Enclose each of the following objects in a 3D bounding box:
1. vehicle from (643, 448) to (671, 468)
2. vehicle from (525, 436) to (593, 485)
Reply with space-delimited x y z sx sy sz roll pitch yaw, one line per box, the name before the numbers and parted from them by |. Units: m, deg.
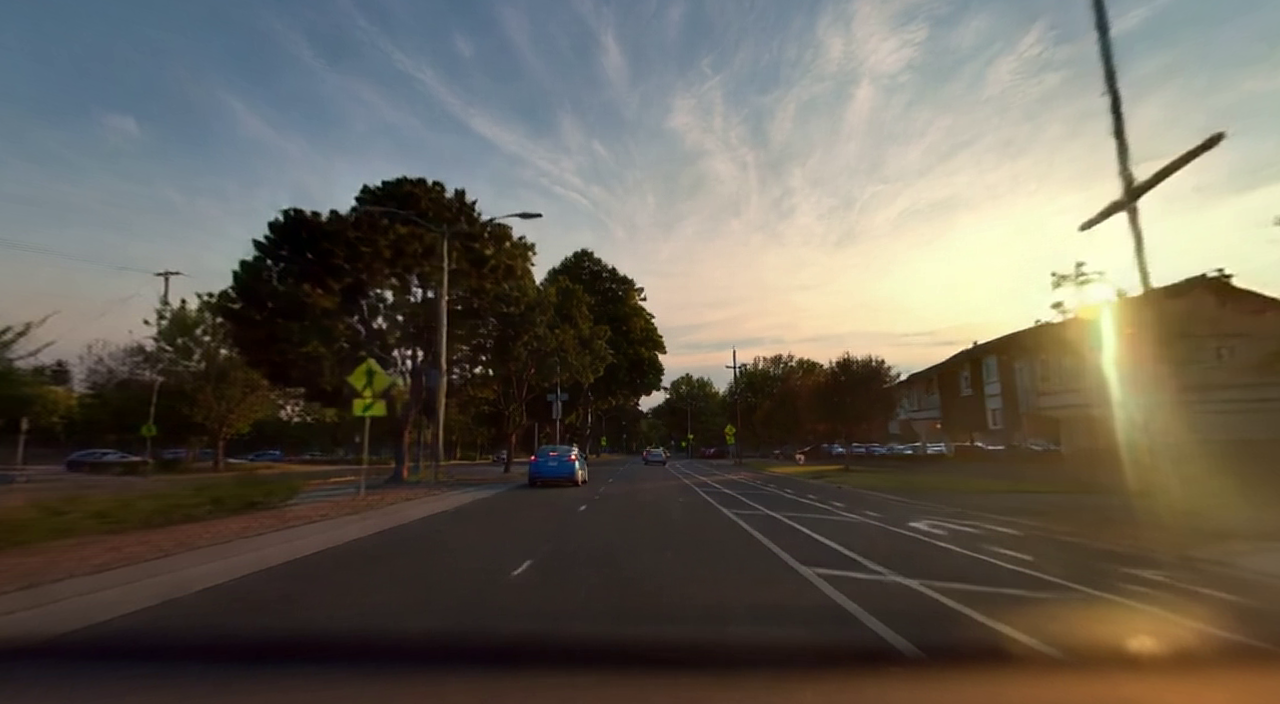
vehicle | 1.268 8.201 48.986 2.075 1.480 3.920 0 -9 0
vehicle | -3.237 4.437 26.038 2.150 1.812 4.423 0 -9 1
